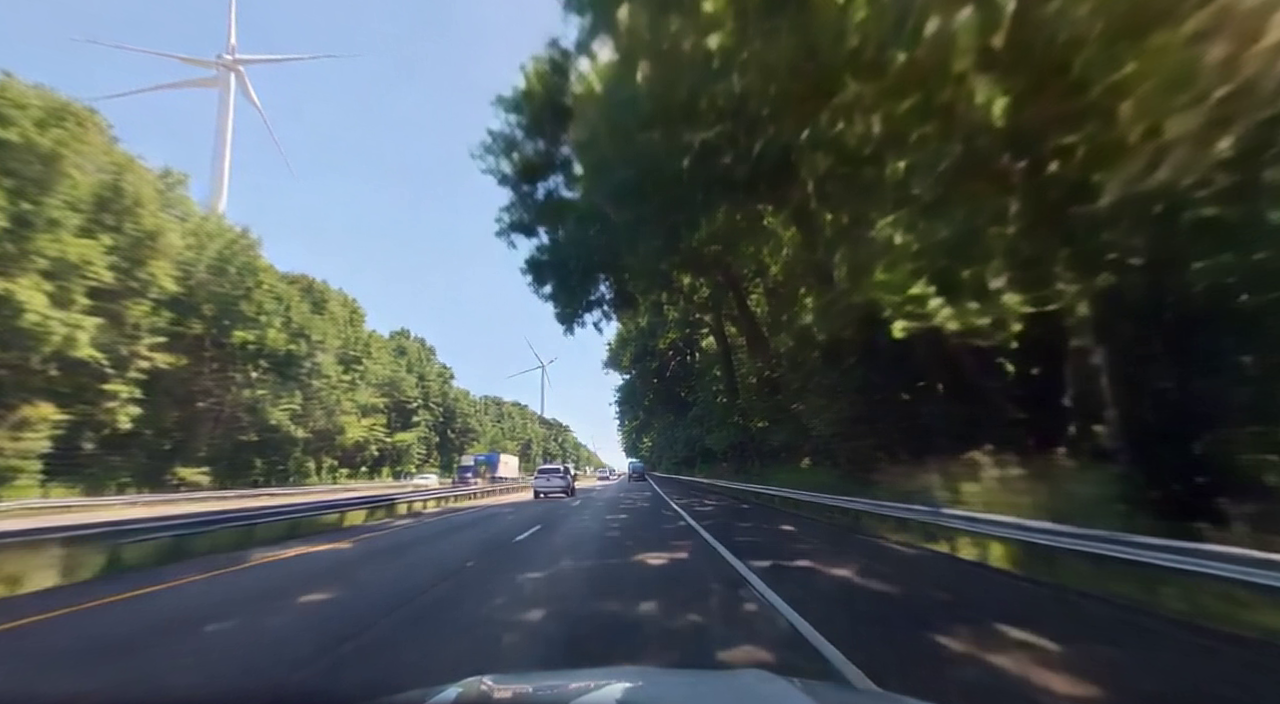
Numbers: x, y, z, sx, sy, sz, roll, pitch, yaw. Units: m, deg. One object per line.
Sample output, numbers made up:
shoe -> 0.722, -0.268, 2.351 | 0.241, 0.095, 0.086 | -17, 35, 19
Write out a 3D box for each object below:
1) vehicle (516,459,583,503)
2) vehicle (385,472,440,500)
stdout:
vehicle -> -3.763, 5.509, 27.076 | 2.124, 1.705, 4.440 | 1, -11, 1
vehicle -> -12.627, 7.457, 35.153 | 1.687, 1.411, 3.627 | 1, -11, 1
